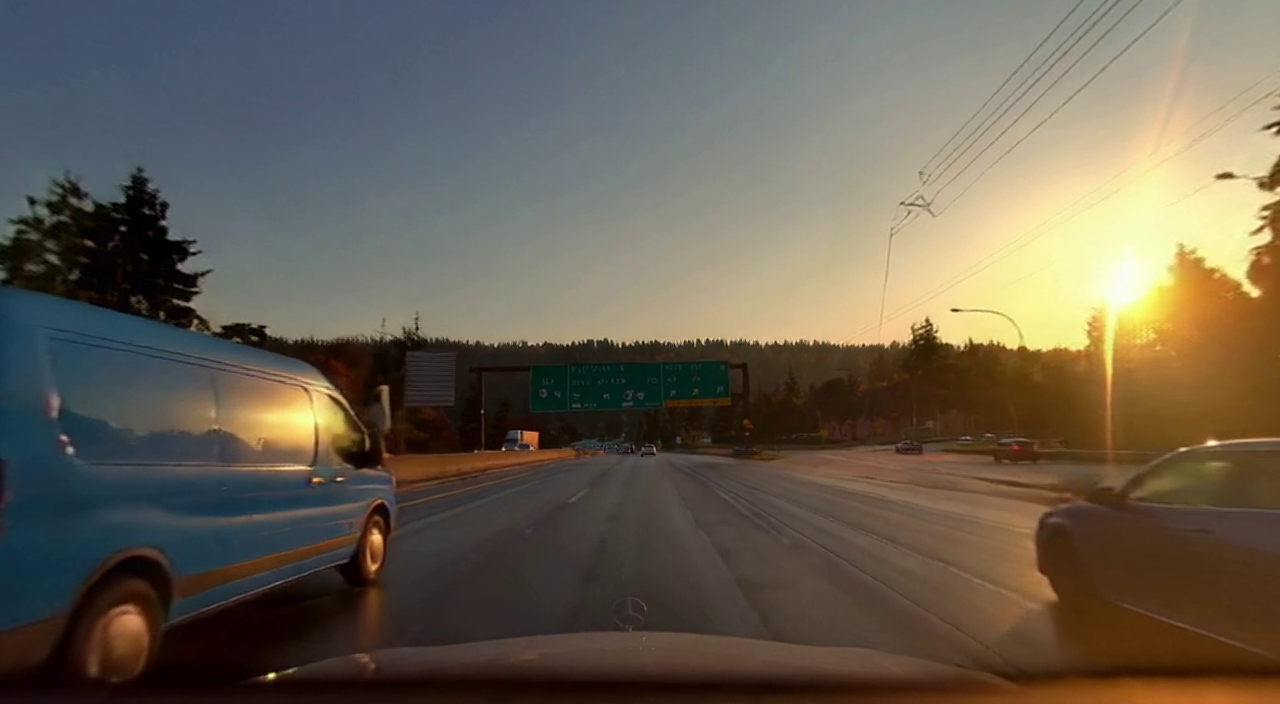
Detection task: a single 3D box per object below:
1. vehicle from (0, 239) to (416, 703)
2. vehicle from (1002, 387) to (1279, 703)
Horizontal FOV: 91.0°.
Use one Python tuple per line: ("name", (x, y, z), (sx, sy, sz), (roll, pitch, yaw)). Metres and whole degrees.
("vehicle", (-3.364, 0.845, 3.735), (2.281, 2.025, 4.586), (0, -8, 1))
("vehicle", (3.835, 0.985, 2.967), (1.909, 1.599, 3.943), (0, -8, 1))
